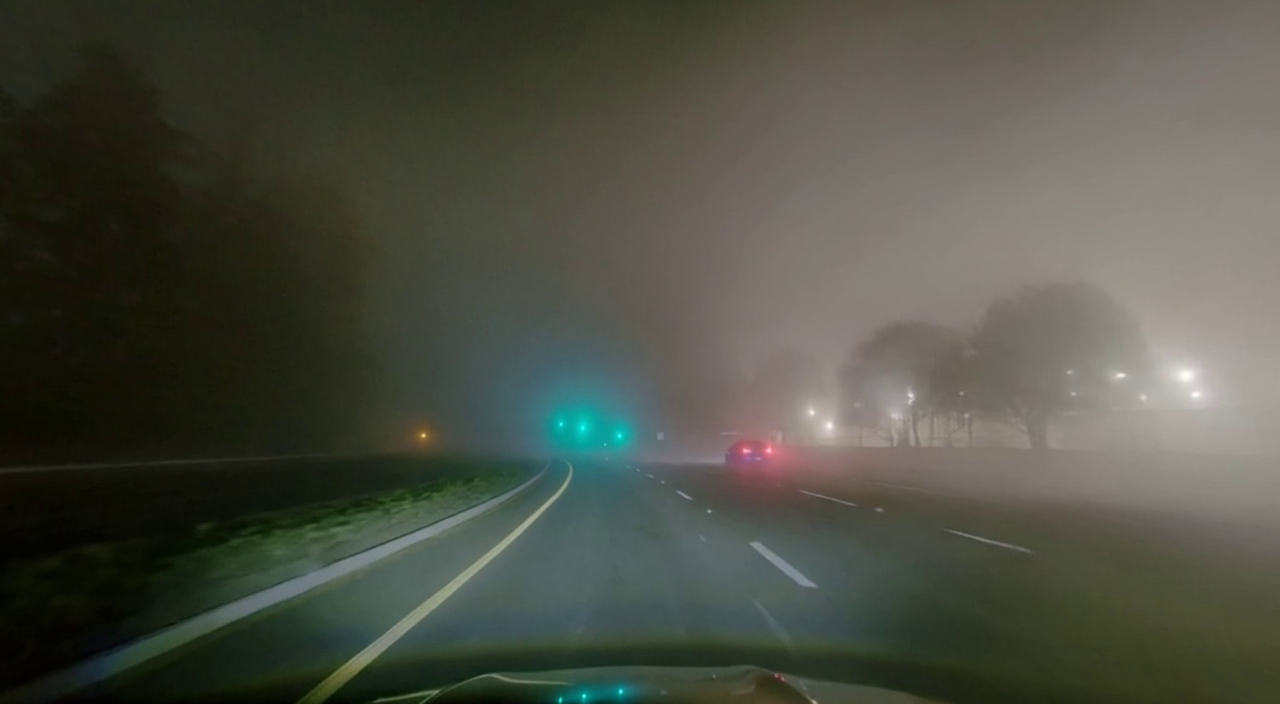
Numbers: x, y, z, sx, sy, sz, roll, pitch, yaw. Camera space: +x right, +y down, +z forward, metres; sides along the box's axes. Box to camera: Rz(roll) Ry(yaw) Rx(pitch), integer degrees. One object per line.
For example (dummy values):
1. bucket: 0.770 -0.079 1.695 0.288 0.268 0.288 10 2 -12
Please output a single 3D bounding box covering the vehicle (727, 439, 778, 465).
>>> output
1. vehicle: 7.066 6.318 39.896 1.908 1.483 4.474 1 -9 -7
